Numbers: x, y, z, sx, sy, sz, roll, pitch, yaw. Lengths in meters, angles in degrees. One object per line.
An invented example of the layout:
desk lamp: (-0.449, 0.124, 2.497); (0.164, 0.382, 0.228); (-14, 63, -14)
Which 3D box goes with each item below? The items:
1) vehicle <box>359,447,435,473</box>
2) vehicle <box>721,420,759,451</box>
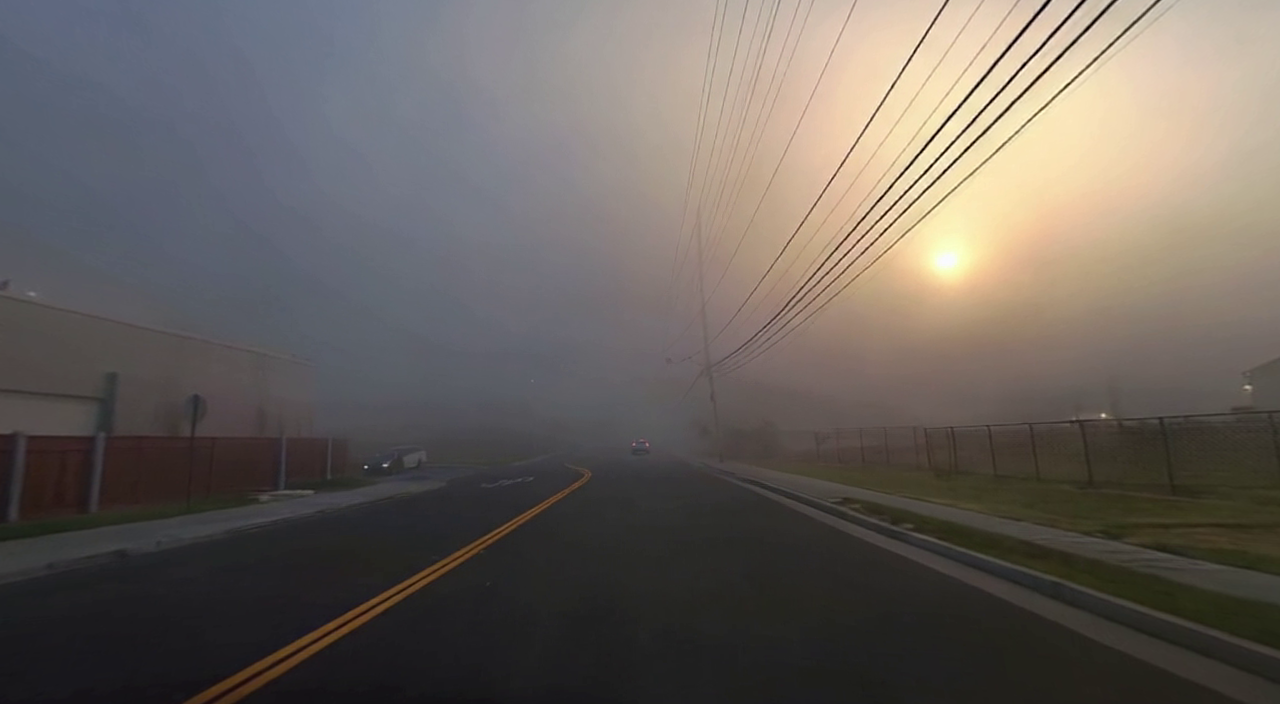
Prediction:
vehicle: (-17.189, 7.613, 44.827); (4.556, 1.767, 2.023); (1, -9, -4)
vehicle: (7.818, 6.605, 49.813); (2.169, 2.325, 4.759); (0, -9, 0)
